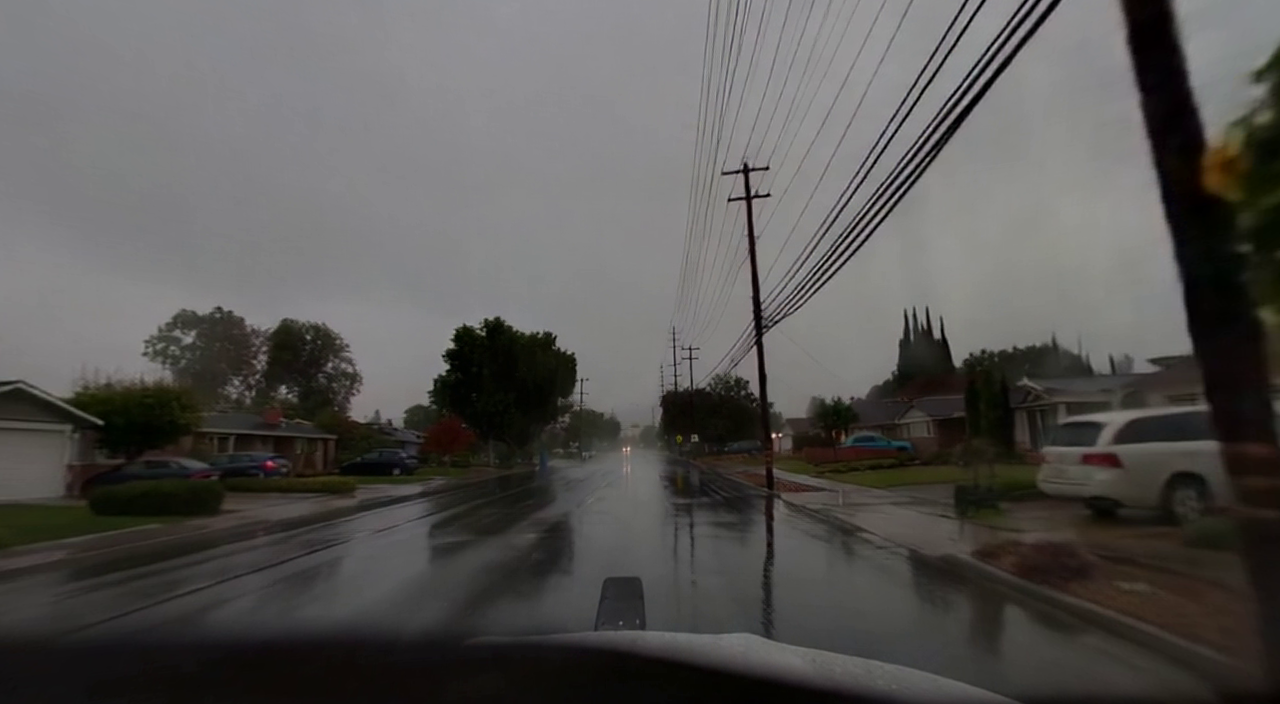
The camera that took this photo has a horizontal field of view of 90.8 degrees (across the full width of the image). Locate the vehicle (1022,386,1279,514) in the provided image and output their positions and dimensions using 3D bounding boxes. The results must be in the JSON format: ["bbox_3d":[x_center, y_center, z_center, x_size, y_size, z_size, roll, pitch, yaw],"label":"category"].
[{"bbox_3d":[9.625,1.587,10.401,5.273,1.868,2.070,0,-8,0],"label":"vehicle"}]

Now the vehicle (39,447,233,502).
[{"bbox_3d":[-16.388,3.971,20.746,4.482,1.648,2.169,0,-9,1],"label":"vehicle"}]

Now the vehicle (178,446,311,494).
[{"bbox_3d":[-15.195,4.486,24.347,4.232,1.693,1.949,-3,-9,17],"label":"vehicle"}]

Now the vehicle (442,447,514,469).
[{"bbox_3d":[-12.394,8.115,48.480,4.893,1.567,2.105,-1,-8,5],"label":"vehicle"}]

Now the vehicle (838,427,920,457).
[{"bbox_3d":[14.958,5.653,39.690,4.373,1.759,2.093,0,-10,6],"label":"vehicle"}]

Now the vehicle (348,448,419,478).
[{"bbox_3d":[-14.925,6.428,37.073,1.978,1.586,5.192,0,-8,0],"label":"vehicle"}]
